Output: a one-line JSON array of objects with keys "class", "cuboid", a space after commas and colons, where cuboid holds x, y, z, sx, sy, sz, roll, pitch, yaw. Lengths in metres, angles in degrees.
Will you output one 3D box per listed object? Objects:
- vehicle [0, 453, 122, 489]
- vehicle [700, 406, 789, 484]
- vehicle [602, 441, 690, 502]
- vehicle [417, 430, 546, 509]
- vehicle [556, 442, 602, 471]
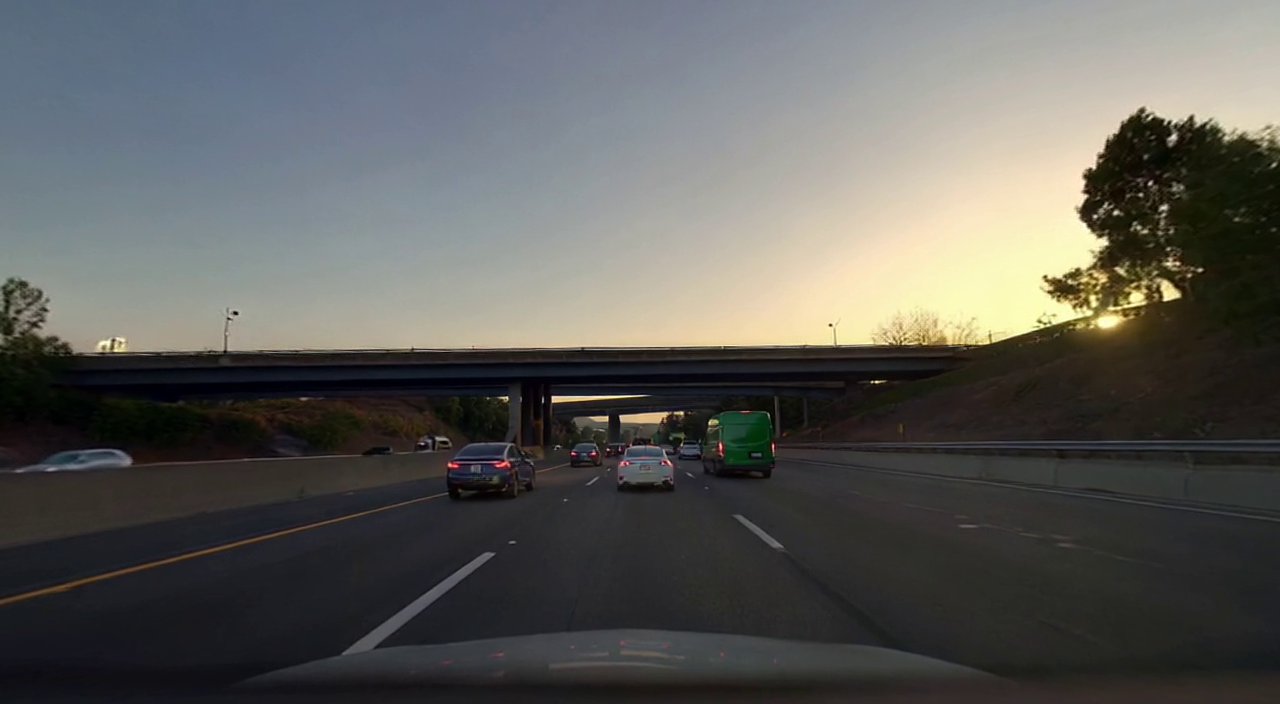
[{"class": "vehicle", "cuboid": [-26.674, 5.425, 28.997, 1.874, 1.448, 4.436, 0, -8, 1]}, {"class": "vehicle", "cuboid": [4.005, 3.780, 25.696, 2.436, 2.745, 6.607, 0, -8, -1]}, {"class": "vehicle", "cuboid": [0.129, 3.250, 17.585, 2.174, 1.467, 4.005, 0, -8, -1]}, {"class": "vehicle", "cuboid": [-3.814, 2.906, 16.052, 2.078, 1.706, 4.298, 0, -8, 1]}, {"class": "vehicle", "cuboid": [-3.684, 6.383, 38.918, 2.258, 1.655, 4.397, 0, -8, 1]}]
